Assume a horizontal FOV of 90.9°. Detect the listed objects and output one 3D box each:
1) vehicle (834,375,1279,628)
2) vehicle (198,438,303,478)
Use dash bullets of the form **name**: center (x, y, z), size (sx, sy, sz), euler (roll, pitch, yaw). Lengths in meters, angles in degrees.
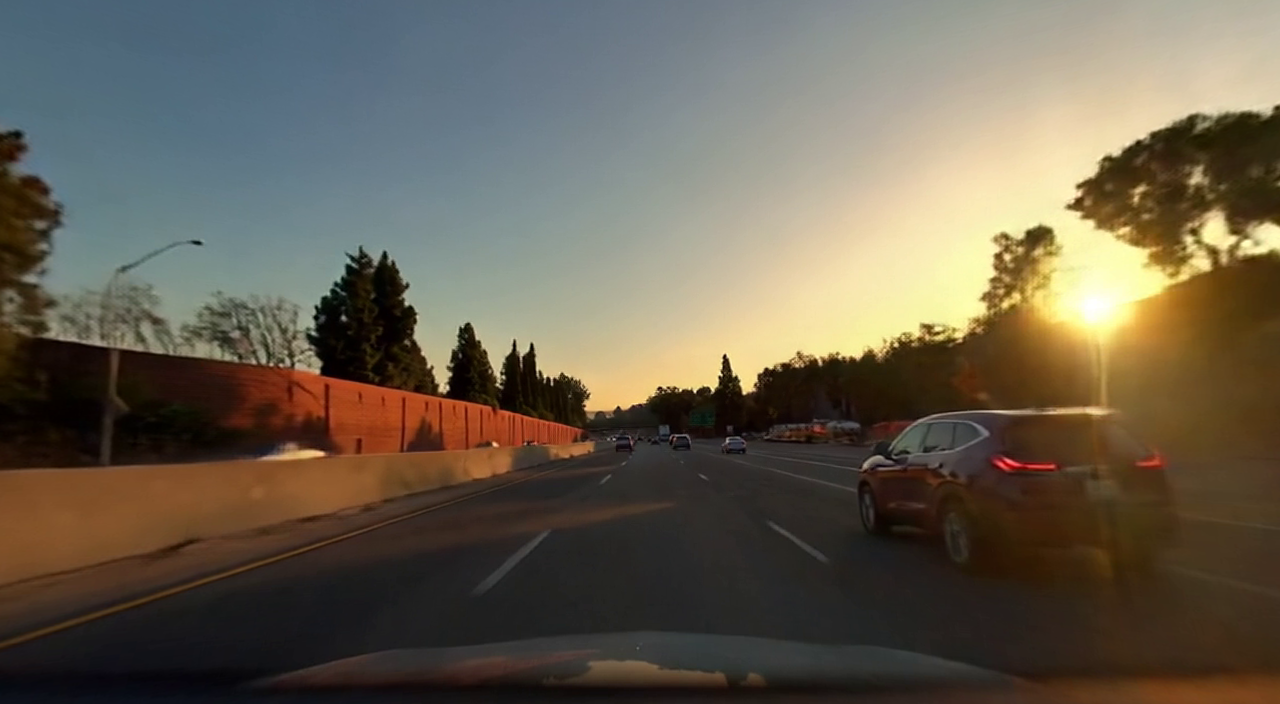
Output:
- **vehicle**: center (3.964, 1.393, 6.859), size (2.190, 1.783, 4.637), euler (0, -8, -1)
- **vehicle**: center (-18.027, 4.918, 29.514), size (1.953, 1.675, 4.524), euler (0, -8, 1)
